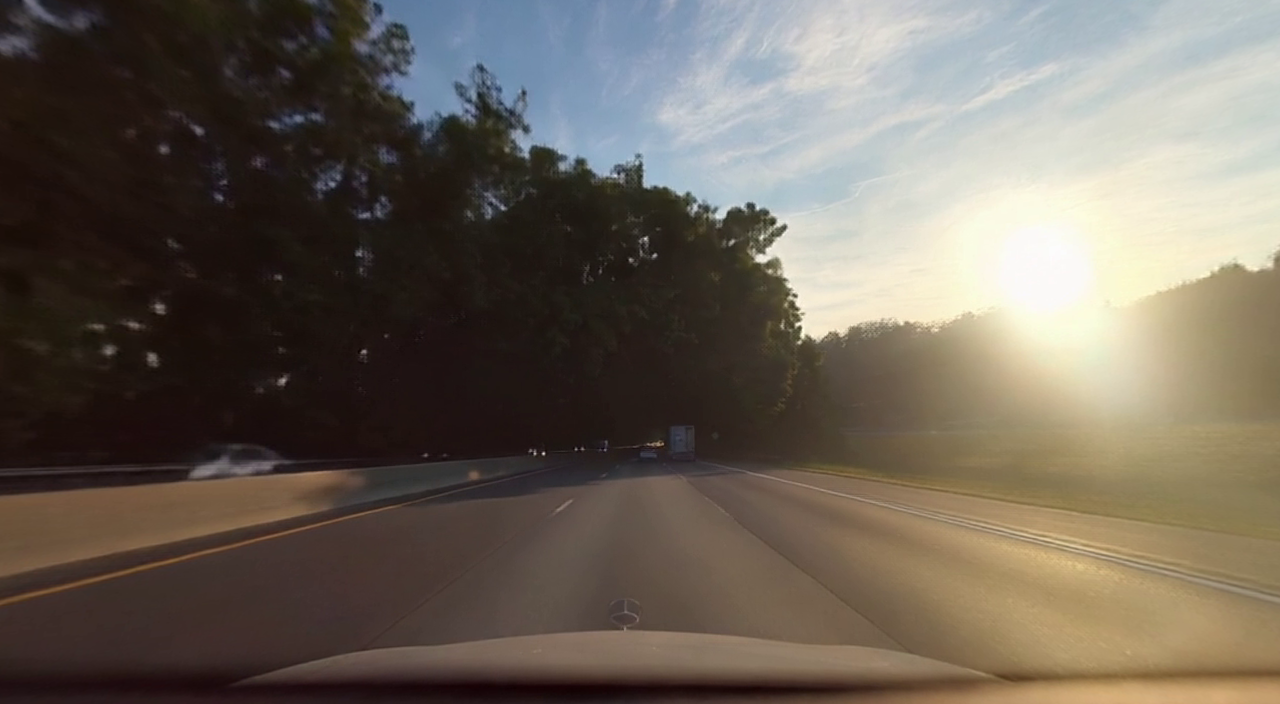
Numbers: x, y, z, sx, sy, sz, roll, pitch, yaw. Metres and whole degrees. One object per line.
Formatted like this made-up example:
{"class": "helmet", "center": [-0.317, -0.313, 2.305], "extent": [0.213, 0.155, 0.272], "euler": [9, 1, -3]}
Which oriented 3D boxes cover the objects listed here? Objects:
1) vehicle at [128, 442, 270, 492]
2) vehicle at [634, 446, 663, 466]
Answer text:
{"class": "vehicle", "center": [-15.464, 4.044, 22.451], "extent": [1.906, 1.582, 4.254], "euler": [0, -9, 1]}
{"class": "vehicle", "center": [0.636, 7.731, 46.932], "extent": [2.023, 1.434, 4.236], "euler": [0, -9, 1]}
